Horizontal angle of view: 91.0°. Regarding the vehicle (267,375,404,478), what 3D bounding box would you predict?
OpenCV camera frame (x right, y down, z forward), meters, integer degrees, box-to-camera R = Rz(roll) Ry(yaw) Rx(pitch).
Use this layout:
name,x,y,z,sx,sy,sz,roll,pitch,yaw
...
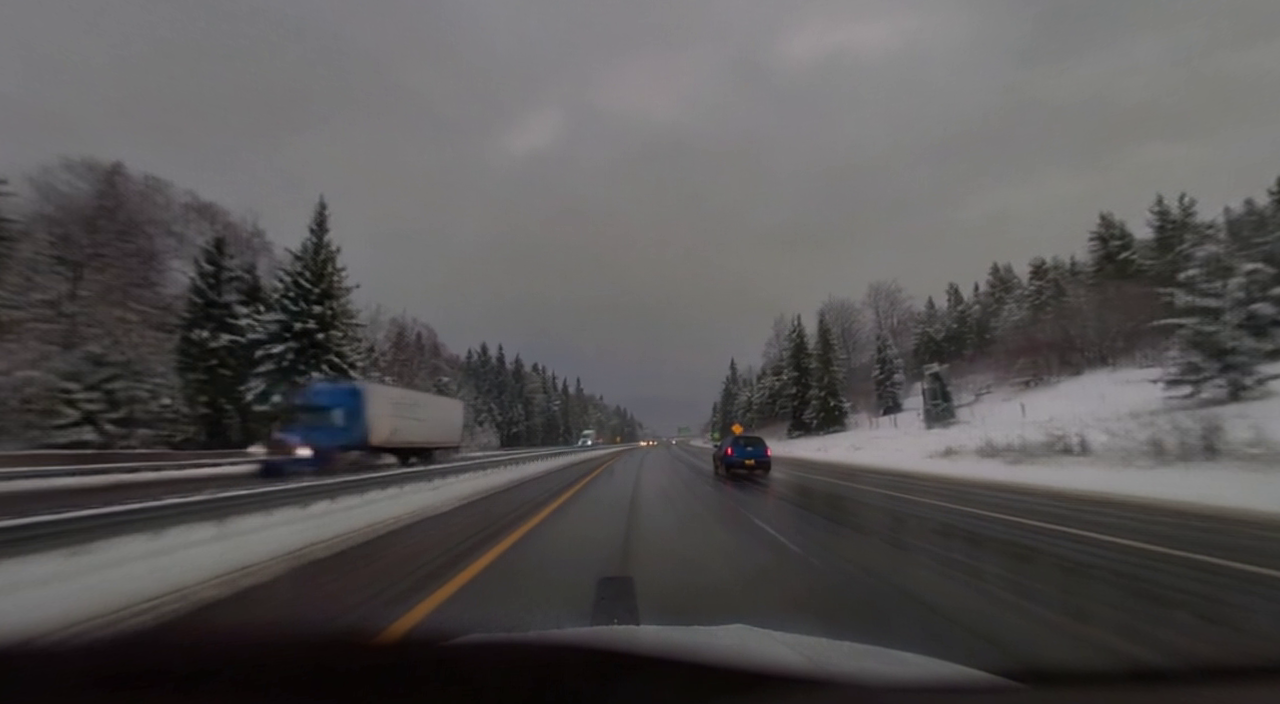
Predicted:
name,x,y,z,sx,sy,sz,roll,pitch,yaw
vehicle,-12.937,3.303,27.409,3.022,3.959,5.729,0,-8,0

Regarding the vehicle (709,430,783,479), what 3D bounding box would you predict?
name,x,y,z,sx,sy,sz,roll,pitch,yaw
vehicle,3.919,3.867,24.063,2.022,1.663,4.245,0,-8,-1
